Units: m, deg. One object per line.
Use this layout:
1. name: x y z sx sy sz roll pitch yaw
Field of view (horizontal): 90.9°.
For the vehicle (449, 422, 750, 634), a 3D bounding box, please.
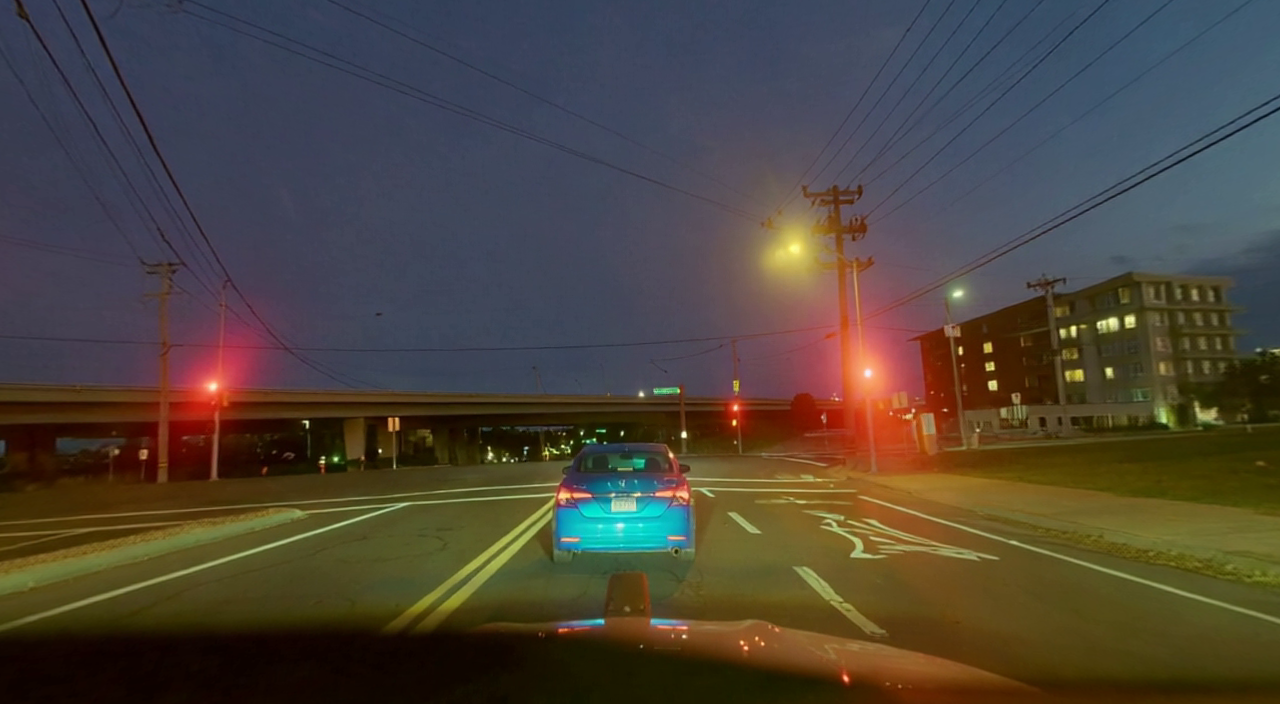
1. vehicle: -0.245 1.533 6.468 2.090 1.458 4.033 -1 -9 1
